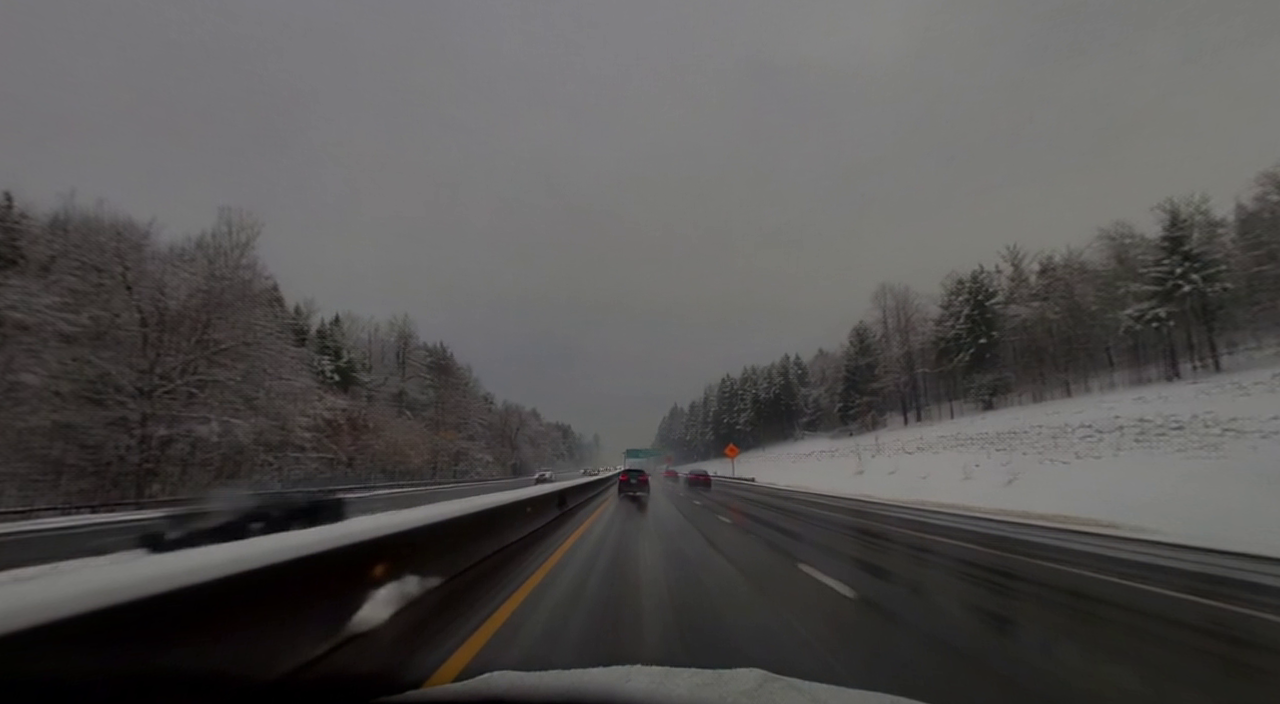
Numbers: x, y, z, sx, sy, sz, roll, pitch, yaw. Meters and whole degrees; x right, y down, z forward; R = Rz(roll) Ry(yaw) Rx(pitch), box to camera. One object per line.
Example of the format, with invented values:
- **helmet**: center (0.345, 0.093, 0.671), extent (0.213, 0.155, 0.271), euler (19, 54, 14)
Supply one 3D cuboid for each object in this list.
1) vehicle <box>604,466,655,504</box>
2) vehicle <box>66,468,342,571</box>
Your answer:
- **vehicle**: center (-0.419, 5.733, 27.396), extent (2.060, 1.473, 3.726), euler (1, -10, 0)
- **vehicle**: center (-7.580, 2.917, 11.667), extent (1.872, 1.487, 4.411), euler (1, -10, 1)
